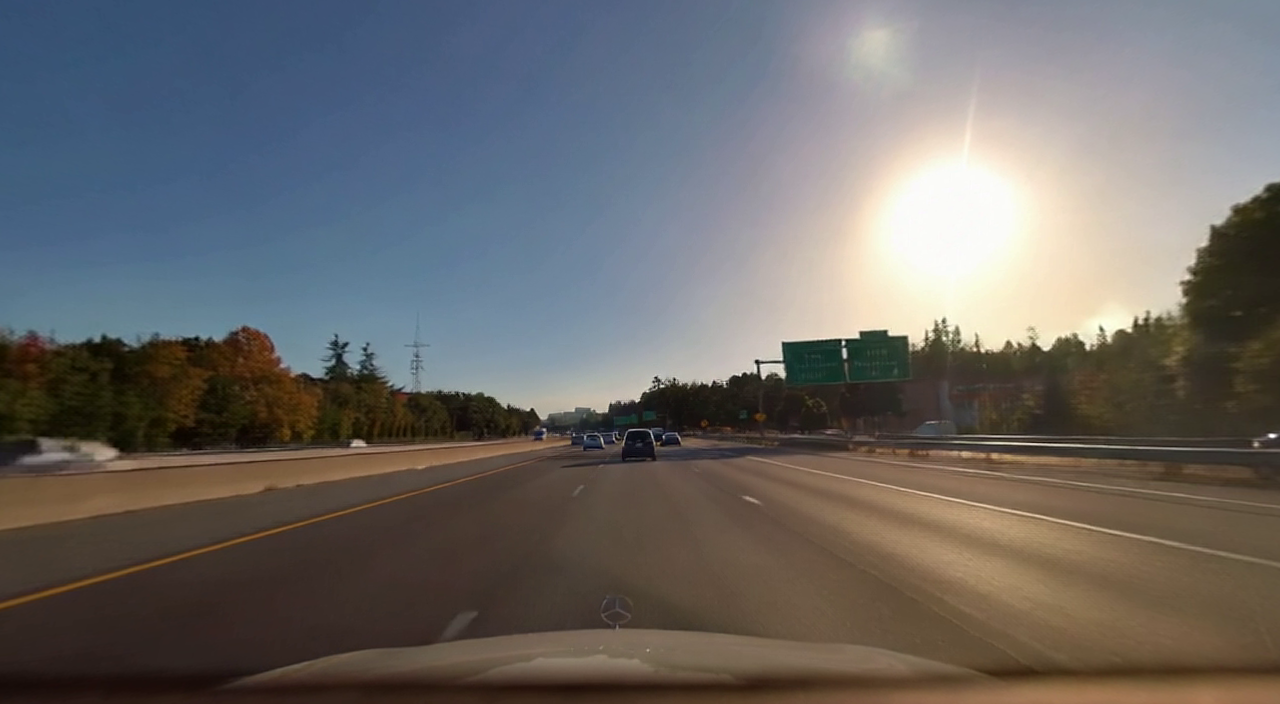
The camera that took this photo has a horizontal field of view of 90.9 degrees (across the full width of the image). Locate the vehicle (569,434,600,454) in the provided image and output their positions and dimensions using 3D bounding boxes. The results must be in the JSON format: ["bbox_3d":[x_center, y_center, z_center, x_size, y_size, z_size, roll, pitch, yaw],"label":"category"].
[{"bbox_3d":[-4.222,7.072,48.489,2.014,1.471,4.380,0,-8,-1],"label":"vehicle"}]

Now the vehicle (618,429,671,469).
[{"bbox_3d":[0.120,4.114,26.856,2.086,1.554,3.875,0,-8,-2],"label":"vehicle"}]
